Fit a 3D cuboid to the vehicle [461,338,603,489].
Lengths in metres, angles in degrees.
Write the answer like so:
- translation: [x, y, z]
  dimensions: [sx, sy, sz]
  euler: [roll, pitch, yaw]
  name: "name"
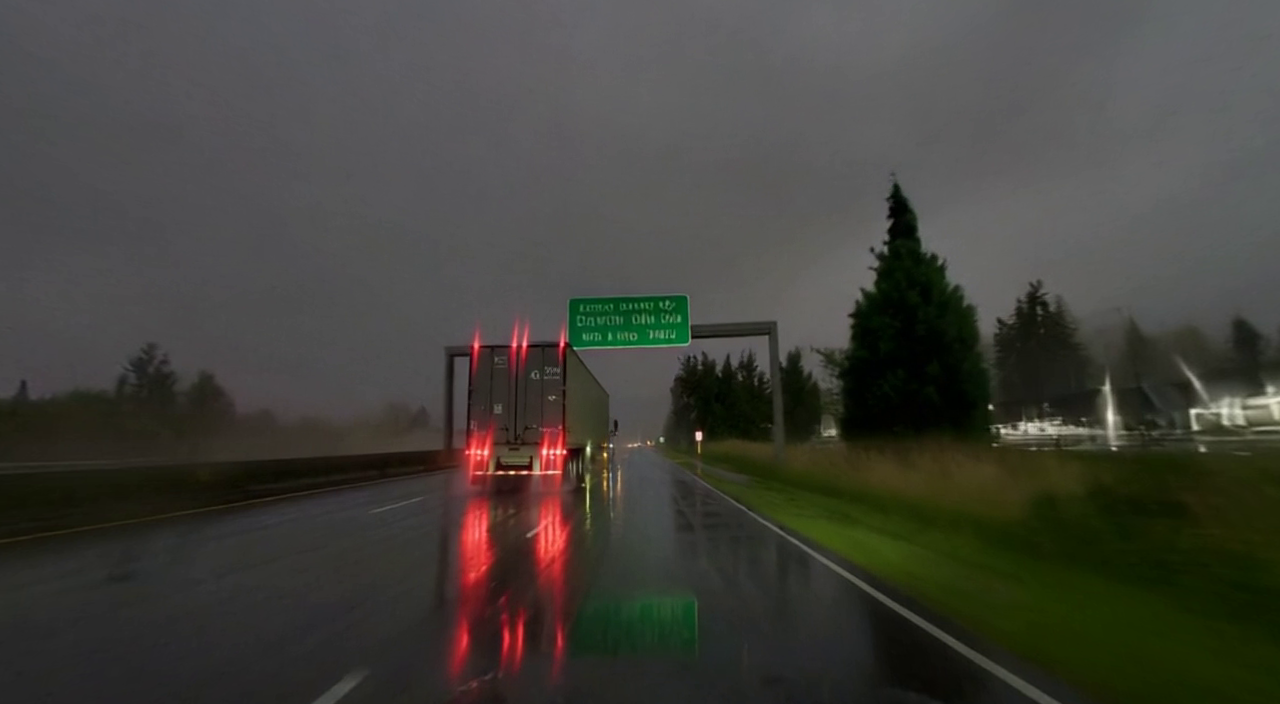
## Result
- translation: [-3.321, 2.679, 24.105]
  dimensions: [2.947, 4.051, 14.256]
  euler: [-1, -8, 0]
  name: "vehicle"
